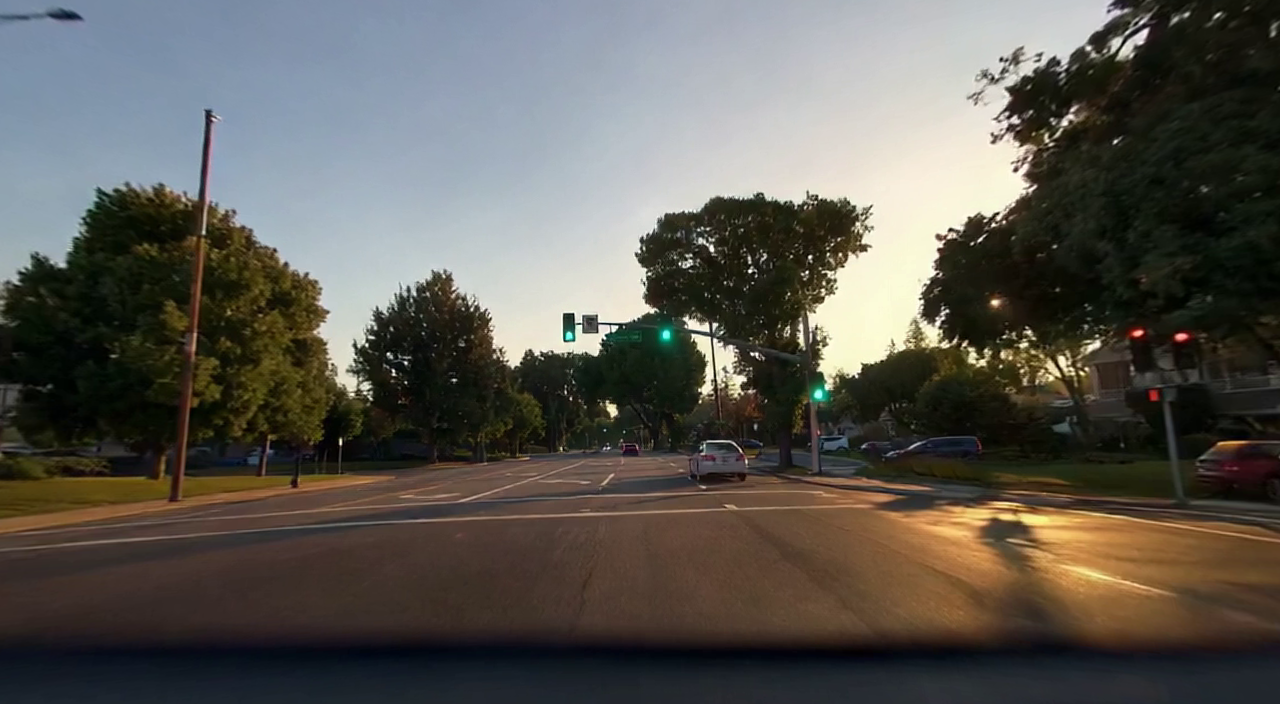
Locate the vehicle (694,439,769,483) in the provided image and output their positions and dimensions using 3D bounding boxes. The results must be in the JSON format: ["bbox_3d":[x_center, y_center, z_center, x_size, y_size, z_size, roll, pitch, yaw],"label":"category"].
[{"bbox_3d":[3.306,4.018,23.666,2.134,1.476,4.327,0,-8,0],"label":"vehicle"}]

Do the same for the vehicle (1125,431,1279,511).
[{"bbox_3d":[12.983,2.452,13.230,3.807,1.554,1.995,-1,-8,9],"label":"vehicle"}]

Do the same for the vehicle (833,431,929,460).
[{"bbox_3d":[13.828,5.392,36.331,4.689,1.583,1.947,0,-8,-1],"label":"vehicle"}]

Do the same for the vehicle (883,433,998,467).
[{"bbox_3d":[14.476,4.753,30.599,4.514,1.546,2.044,-1,-8,4],"label":"vehicle"}]
